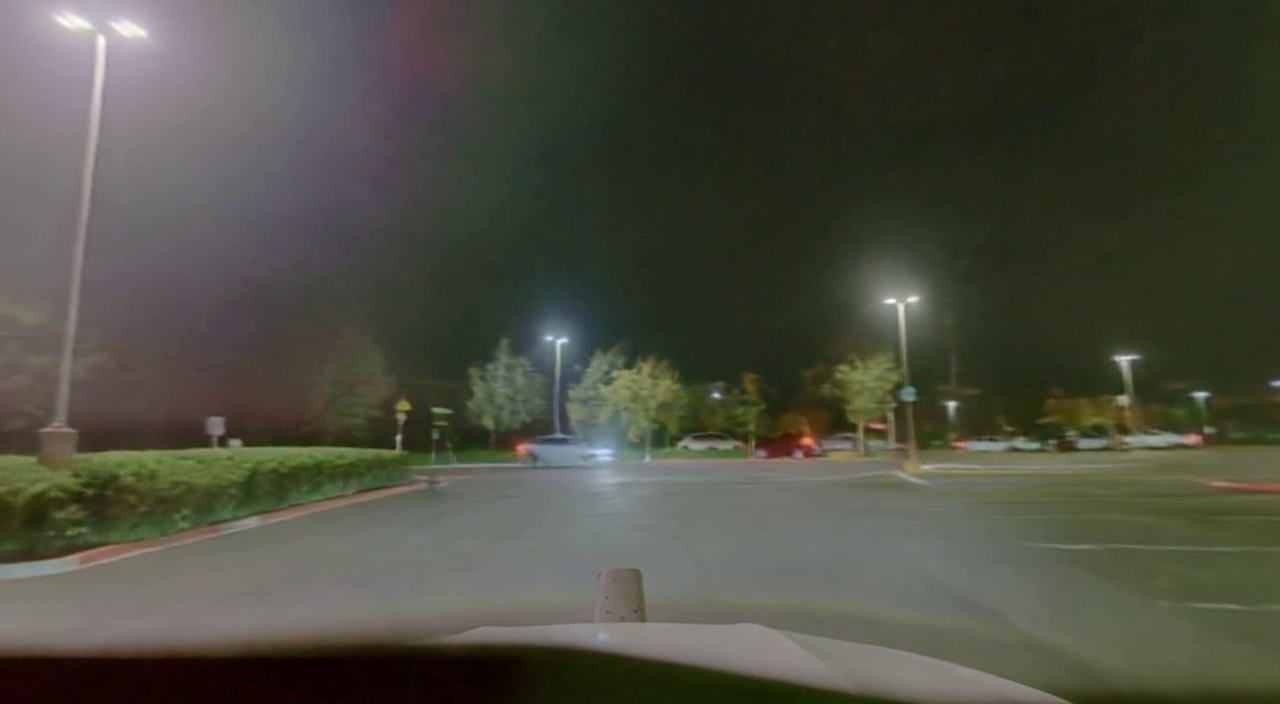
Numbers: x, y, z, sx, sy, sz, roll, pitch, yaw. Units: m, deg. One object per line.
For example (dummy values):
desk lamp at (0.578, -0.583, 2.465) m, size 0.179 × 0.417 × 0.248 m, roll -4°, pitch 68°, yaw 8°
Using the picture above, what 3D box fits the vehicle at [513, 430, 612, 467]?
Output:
vehicle at (-3.399, 4.288, 28.260) m, size 4.030 × 1.556 × 2.057 m, roll -1°, pitch -8°, yaw 5°

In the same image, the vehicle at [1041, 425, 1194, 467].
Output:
vehicle at (17.335, 3.403, 23.079) m, size 4.106 × 1.449 × 1.760 m, roll 0°, pitch -7°, yaw 0°

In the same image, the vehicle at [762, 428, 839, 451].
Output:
vehicle at (10.700, 5.821, 42.230) m, size 4.601 × 1.484 × 1.839 m, roll 1°, pitch -8°, yaw -6°

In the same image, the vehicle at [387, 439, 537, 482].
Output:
vehicle at (-6.306, 3.881, 22.790) m, size 4.772 × 1.441 × 1.976 m, roll 0°, pitch -7°, yaw 1°

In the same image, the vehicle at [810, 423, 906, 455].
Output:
vehicle at (12.360, 4.926, 35.995) m, size 4.660 × 1.687 × 1.981 m, roll -1°, pitch -7°, yaw -3°

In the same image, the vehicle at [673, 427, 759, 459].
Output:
vehicle at (4.251, 5.218, 36.019) m, size 4.666 × 1.634 × 1.816 m, roll 1°, pitch -11°, yaw -1°

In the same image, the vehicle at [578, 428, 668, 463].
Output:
vehicle at (-0.924, 5.283, 35.891) m, size 4.939 × 1.664 × 2.055 m, roll -1°, pitch -3°, yaw 0°
